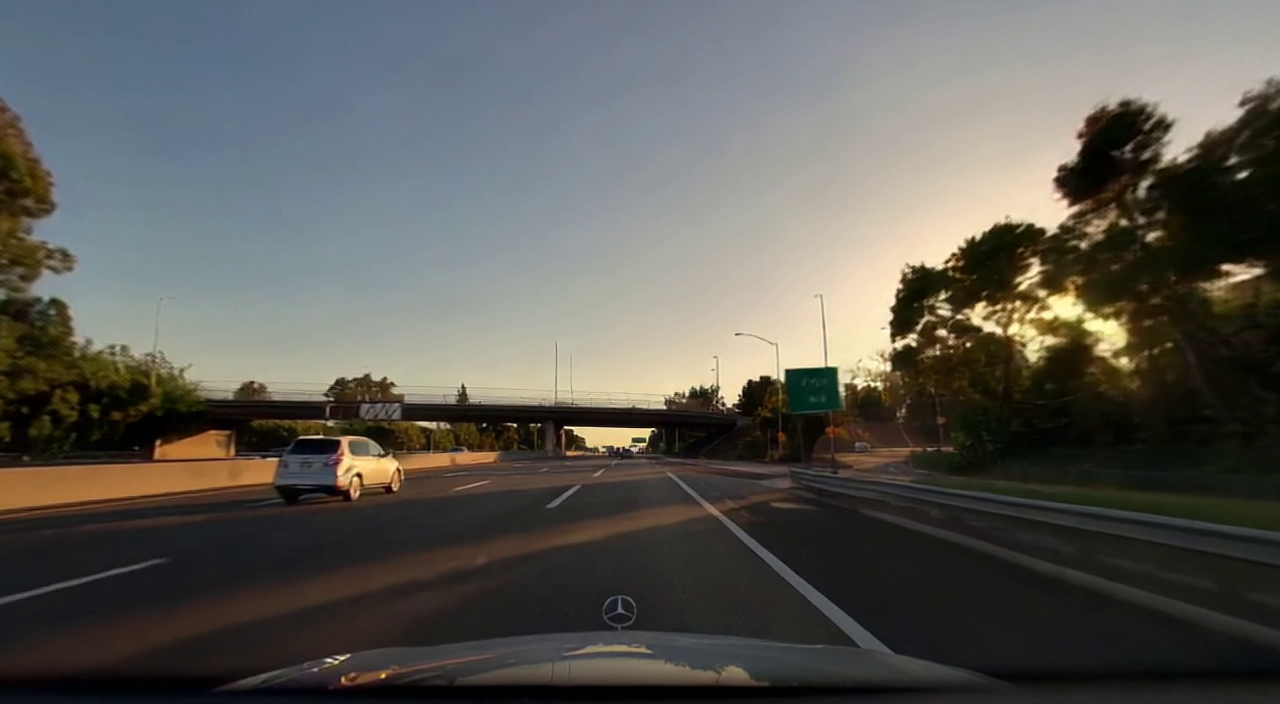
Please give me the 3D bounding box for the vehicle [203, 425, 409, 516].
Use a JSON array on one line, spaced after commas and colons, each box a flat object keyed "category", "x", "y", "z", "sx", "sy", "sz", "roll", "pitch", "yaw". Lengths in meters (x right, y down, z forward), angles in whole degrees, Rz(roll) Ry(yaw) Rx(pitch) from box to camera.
[{"category": "vehicle", "x": -7.572, "y": 2.729, "z": 15.064, "sx": 2.231, "sy": 1.807, "sz": 4.758, "roll": 0, "pitch": -8, "yaw": 1}]
